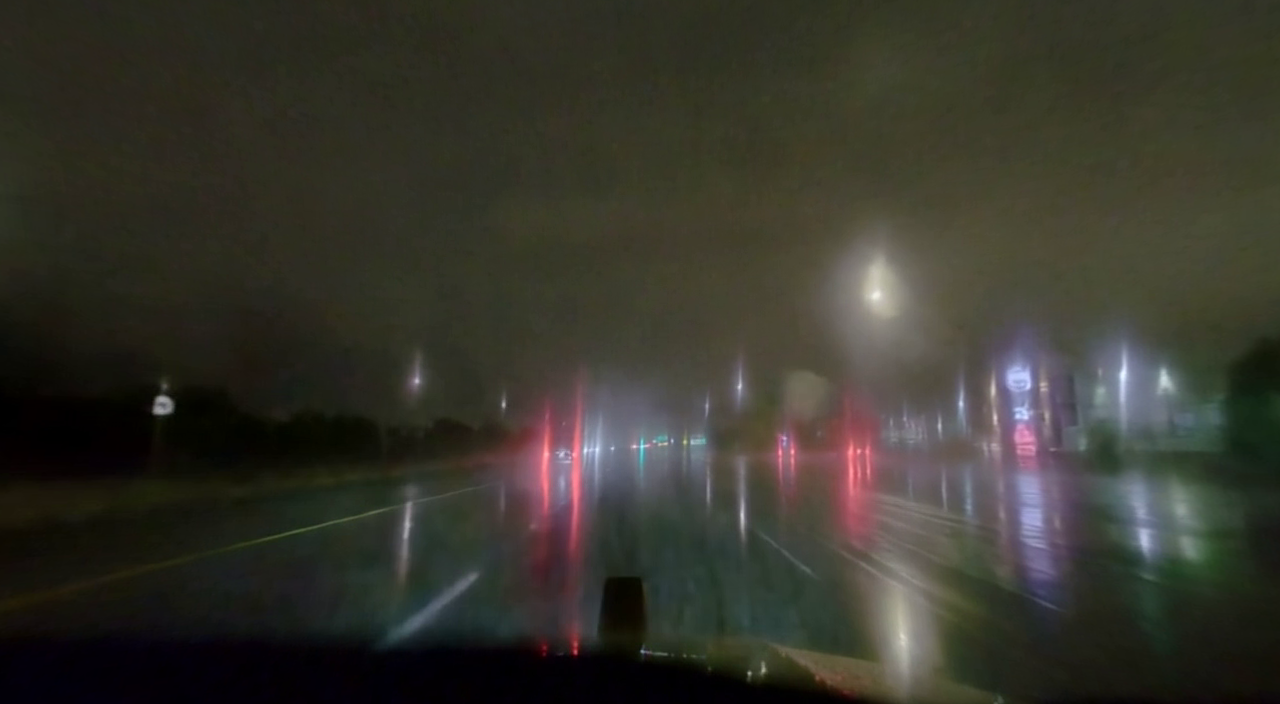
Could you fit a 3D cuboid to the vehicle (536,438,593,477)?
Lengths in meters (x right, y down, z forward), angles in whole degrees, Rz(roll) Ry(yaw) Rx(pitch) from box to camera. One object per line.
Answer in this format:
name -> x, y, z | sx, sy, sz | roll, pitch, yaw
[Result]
vehicle -> -3.485, 4.960, 29.906 | 2.072, 1.706, 4.359 | 0, -8, 1
